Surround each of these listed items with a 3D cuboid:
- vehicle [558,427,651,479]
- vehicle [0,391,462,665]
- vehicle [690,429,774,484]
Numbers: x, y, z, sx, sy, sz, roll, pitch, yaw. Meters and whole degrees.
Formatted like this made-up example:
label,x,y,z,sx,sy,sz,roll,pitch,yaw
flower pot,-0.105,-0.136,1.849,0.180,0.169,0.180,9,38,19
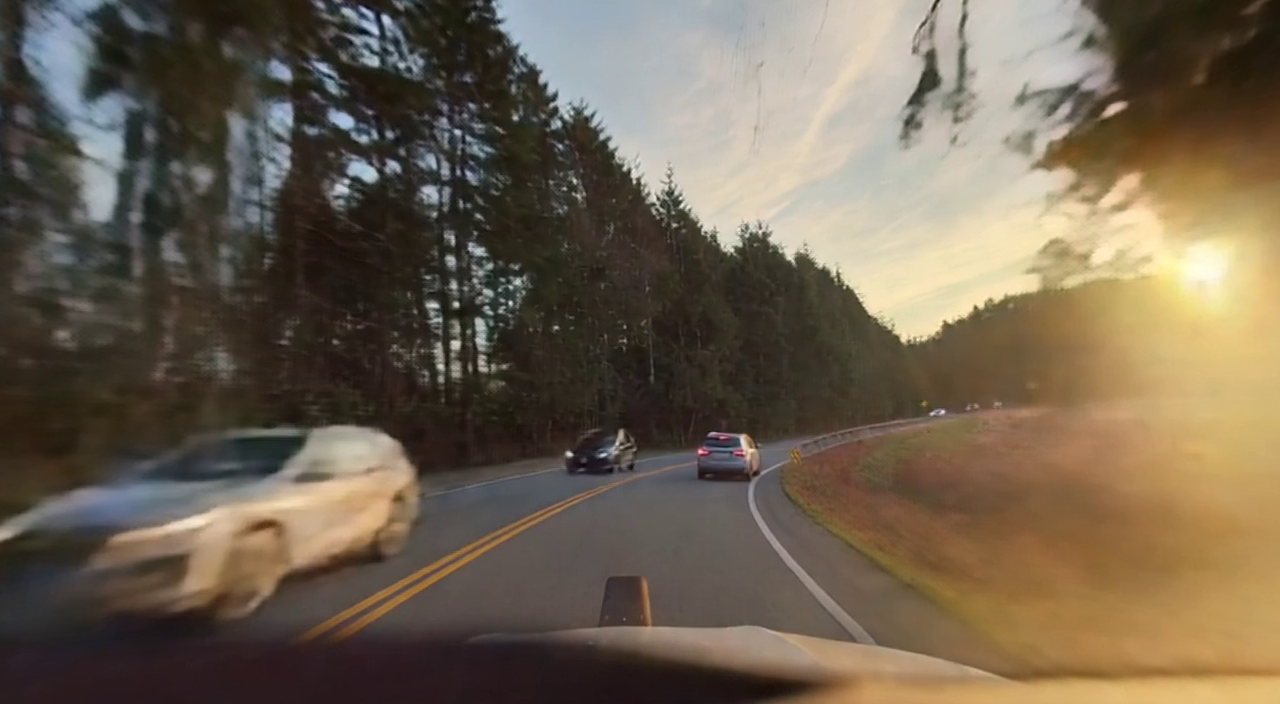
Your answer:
label,x,y,z,sx,sy,sz,roll,pitch,yaw
vehicle,-1.136,3.535,22.355,2.032,1.654,4.204,-2,-8,16
vehicle,-3.773,1.462,6.412,2.347,1.757,4.359,-1,-8,5
vehicle,3.102,3.335,20.486,2.274,1.583,4.349,-2,-8,13
